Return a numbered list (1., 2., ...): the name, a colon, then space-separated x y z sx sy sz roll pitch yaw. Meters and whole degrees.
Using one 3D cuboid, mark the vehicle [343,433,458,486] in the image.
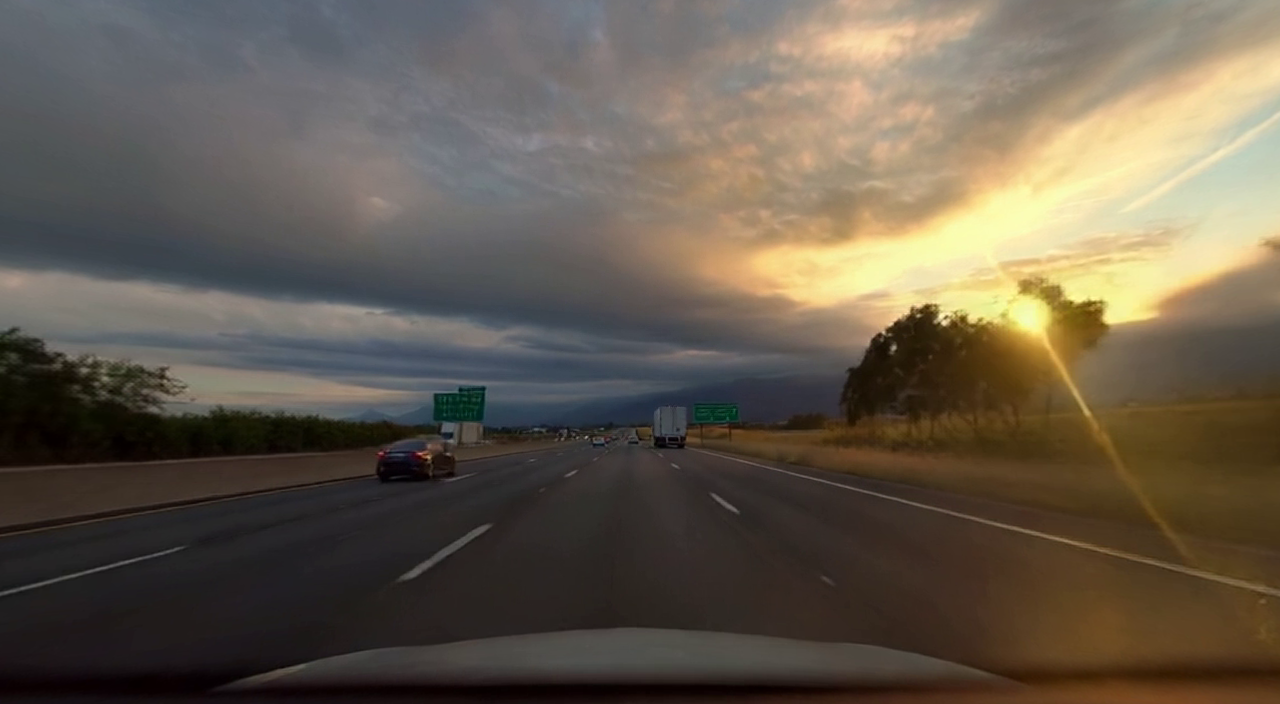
1. vehicle: -7.353 3.307 19.877 2.018 1.454 4.290 0 -8 -1
